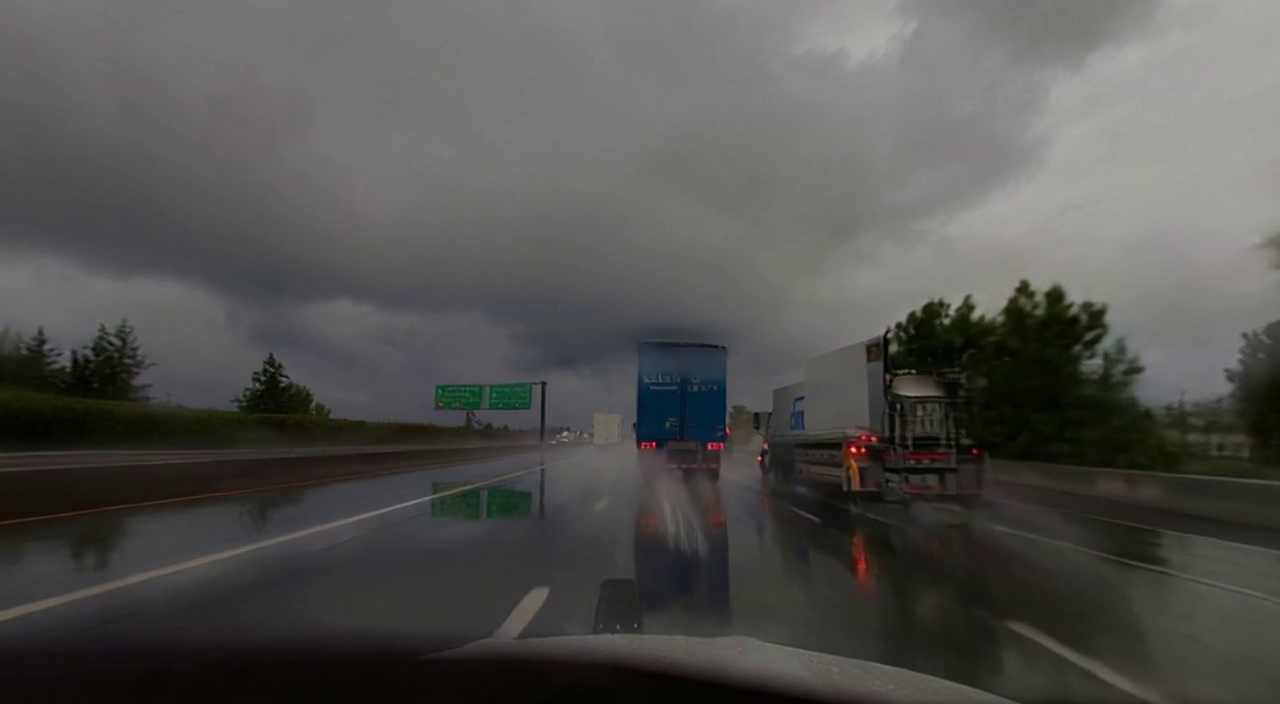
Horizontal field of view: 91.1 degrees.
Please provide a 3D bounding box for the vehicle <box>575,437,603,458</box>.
[{"bbox_3d":[-3.909,7.323,48.568,2.075,1.509,3.835,0,-8,-3],"label":"vehicle"}]

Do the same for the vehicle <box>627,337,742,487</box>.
[{"bbox_3d":[1.170,2.173,21.161,2.920,3.860,10.035,0,-8,1],"label":"vehicle"}]
